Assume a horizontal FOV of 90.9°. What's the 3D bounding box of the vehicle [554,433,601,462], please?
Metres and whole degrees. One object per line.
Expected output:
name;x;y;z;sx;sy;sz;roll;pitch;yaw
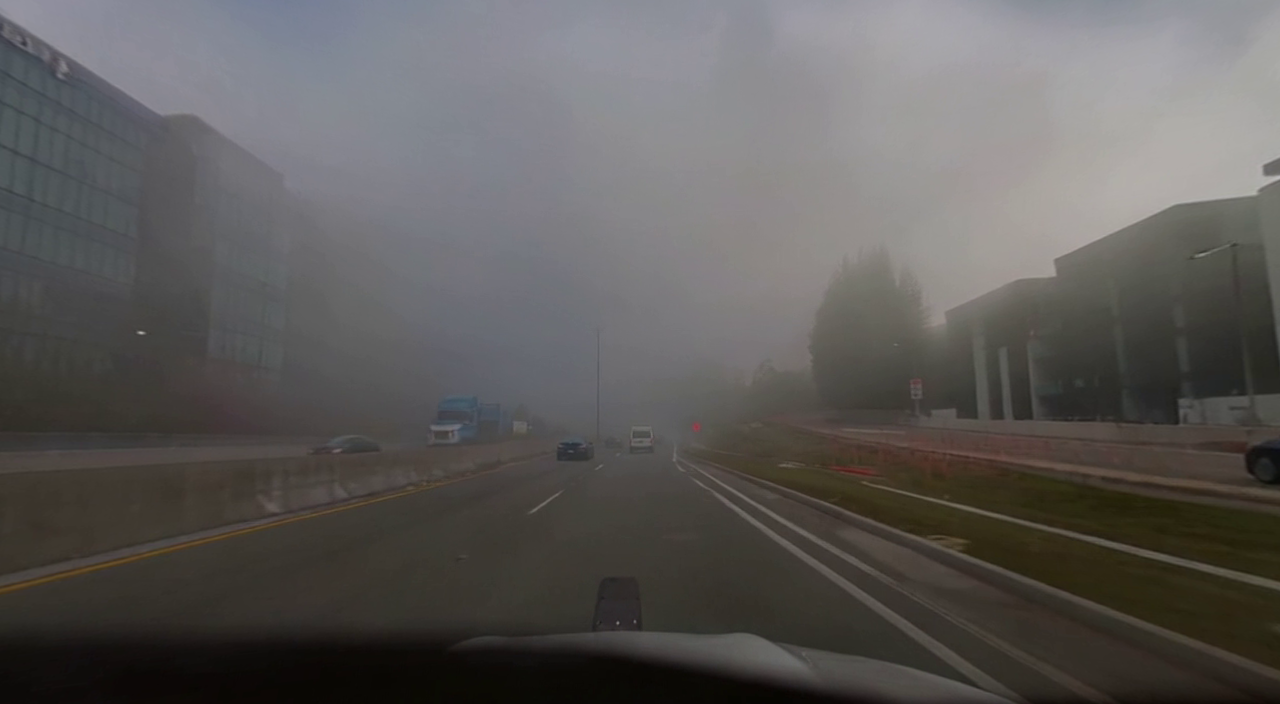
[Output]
vehicle;-3.160;4.895;32.554;1.848;1.406;4.013;0;-8;2

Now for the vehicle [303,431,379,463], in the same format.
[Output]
vehicle;-16.308;5.165;34.598;1.874;1.612;4.303;0;-8;4

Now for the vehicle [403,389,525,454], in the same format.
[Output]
vehicle;-12.222;5.335;46.677;3.408;3.933;16.893;0;-8;3
